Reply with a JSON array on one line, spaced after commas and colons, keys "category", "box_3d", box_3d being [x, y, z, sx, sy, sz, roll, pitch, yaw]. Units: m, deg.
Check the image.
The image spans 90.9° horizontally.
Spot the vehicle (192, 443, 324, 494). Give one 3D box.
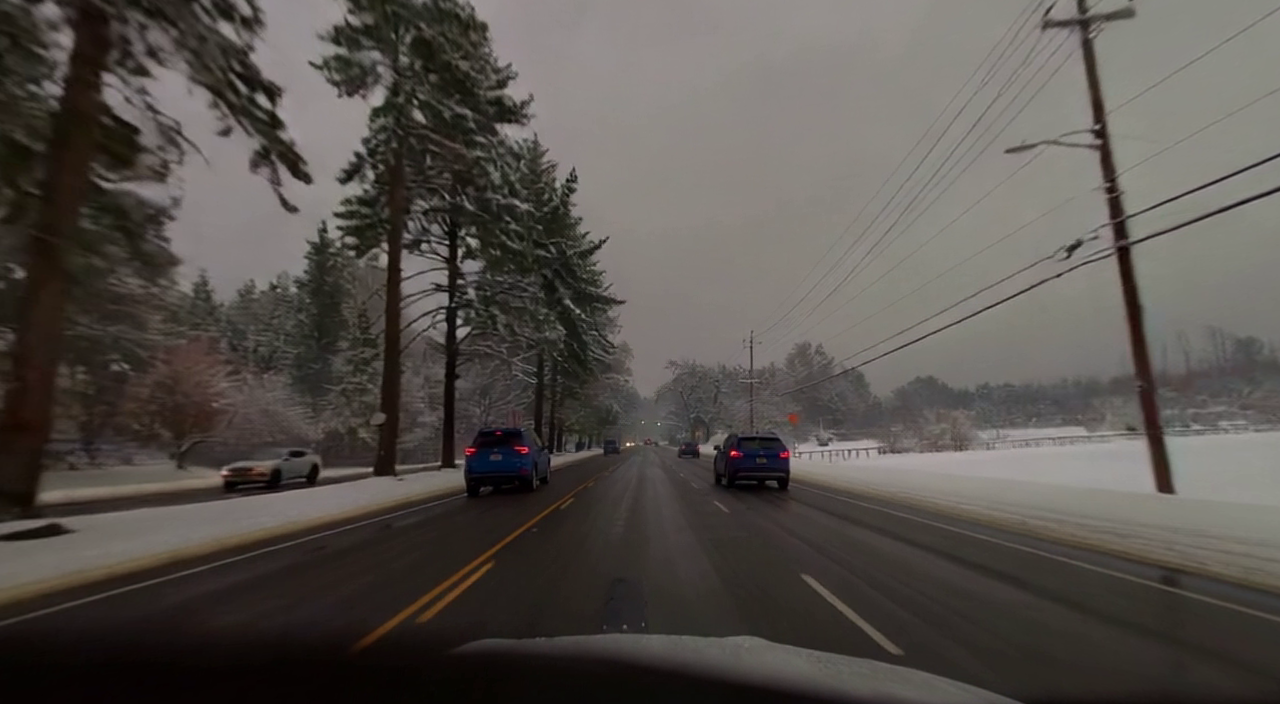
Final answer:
[{"category": "vehicle", "box_3d": [-13.764, 4.181, 23.106, 1.961, 1.655, 4.491, 0, -8, 1]}]

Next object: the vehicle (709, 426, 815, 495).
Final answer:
[{"category": "vehicle", "box_3d": [3.395, 3.143, 18.604, 2.182, 1.744, 4.464, 0, -8, -1]}]

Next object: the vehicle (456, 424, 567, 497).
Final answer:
[{"category": "vehicle", "box_3d": [-3.429, 3.006, 17.829, 2.104, 1.785, 4.494, 0, -8, 1]}]
